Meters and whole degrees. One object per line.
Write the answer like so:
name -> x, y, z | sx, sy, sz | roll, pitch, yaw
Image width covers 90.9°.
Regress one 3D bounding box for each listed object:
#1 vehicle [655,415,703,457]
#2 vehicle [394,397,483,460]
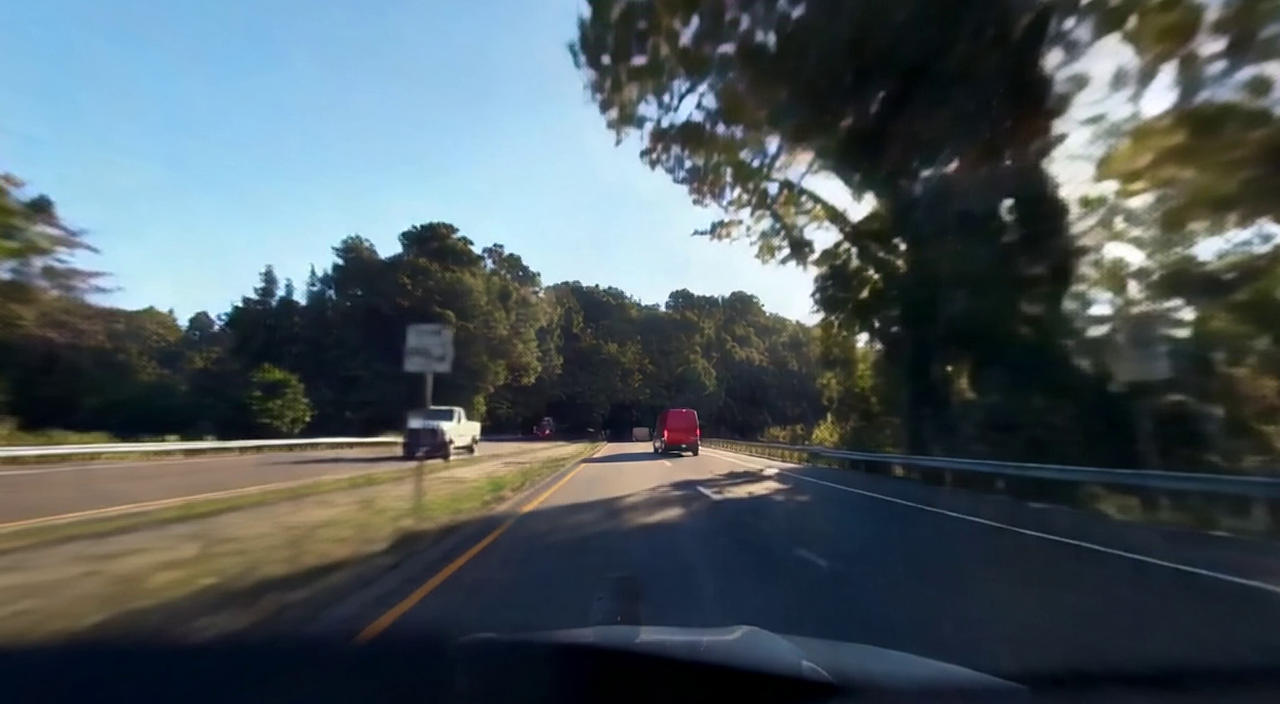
vehicle -> 2.507, 5.646, 42.391 | 2.570, 2.596, 6.082 | 0, -8, -3
vehicle -> -9.580, 3.751, 30.639 | 2.420, 2.722, 6.220 | 0, -8, -2
